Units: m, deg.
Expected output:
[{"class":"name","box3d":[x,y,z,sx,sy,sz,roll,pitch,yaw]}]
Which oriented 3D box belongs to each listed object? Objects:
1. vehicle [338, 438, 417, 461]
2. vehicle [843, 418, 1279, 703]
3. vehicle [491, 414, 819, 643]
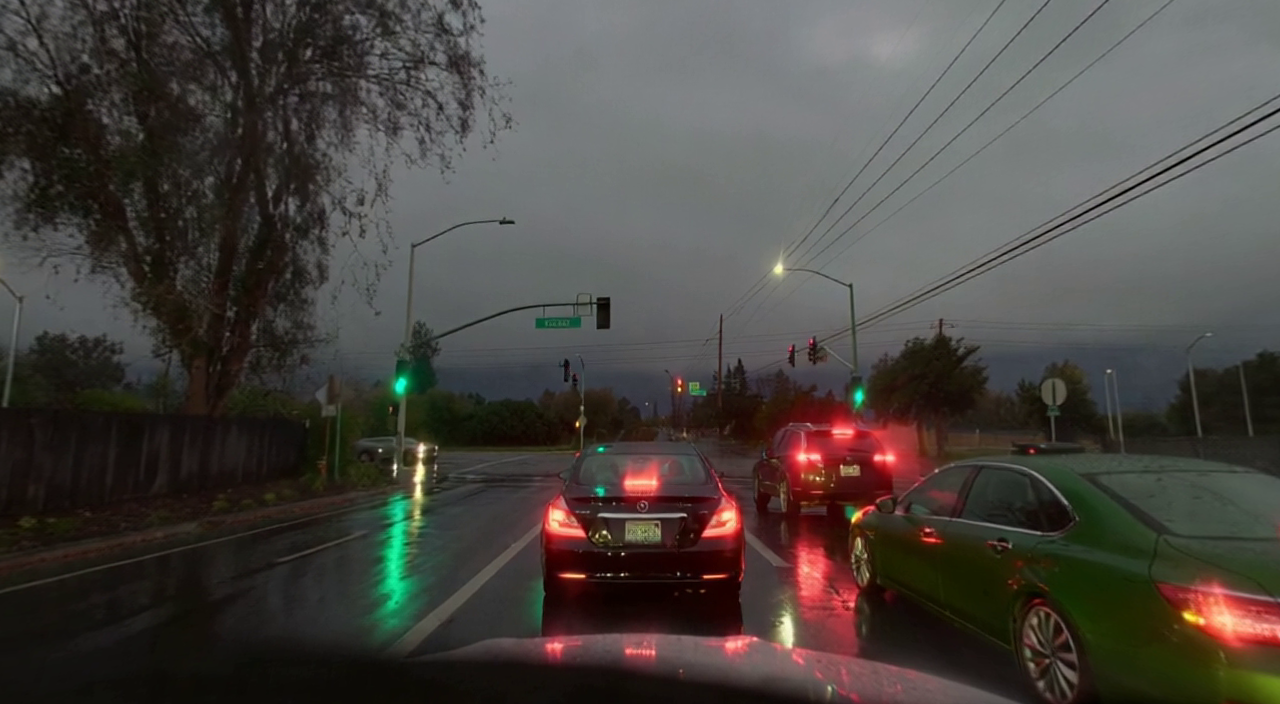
[{"class":"vehicle","box3d":[-17.238,6.419,41.467,4.406,1.458,1.892,-1,-8,7]},{"class":"vehicle","box3d":[3.086,1.245,4.137,2.027,1.432,4.431,0,-8,0]},{"class":"vehicle","box3d":[0.065,1.493,6.433,2.170,1.497,4.369,0,-8,-1]}]
